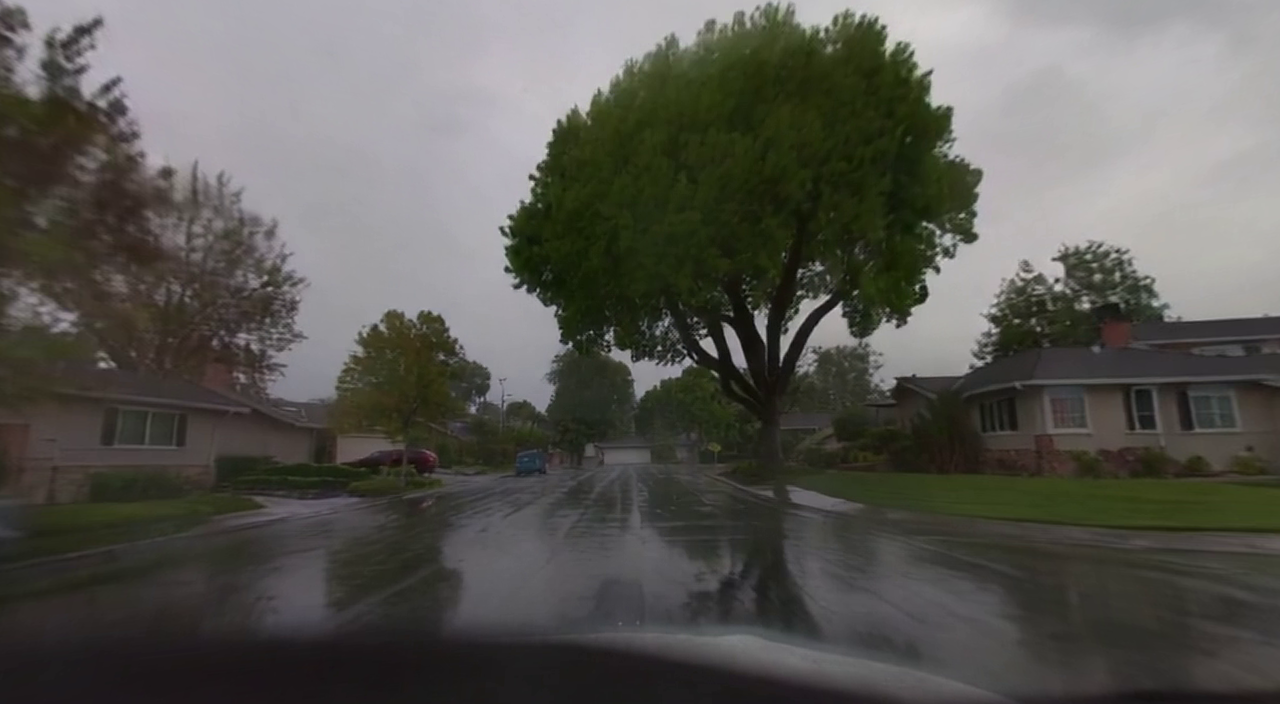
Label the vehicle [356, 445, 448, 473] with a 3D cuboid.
[{"bbox_3d":[-14.438,6.506,38.340,4.850,1.676,1.920,0,-9,3],"label":"vehicle"}]
